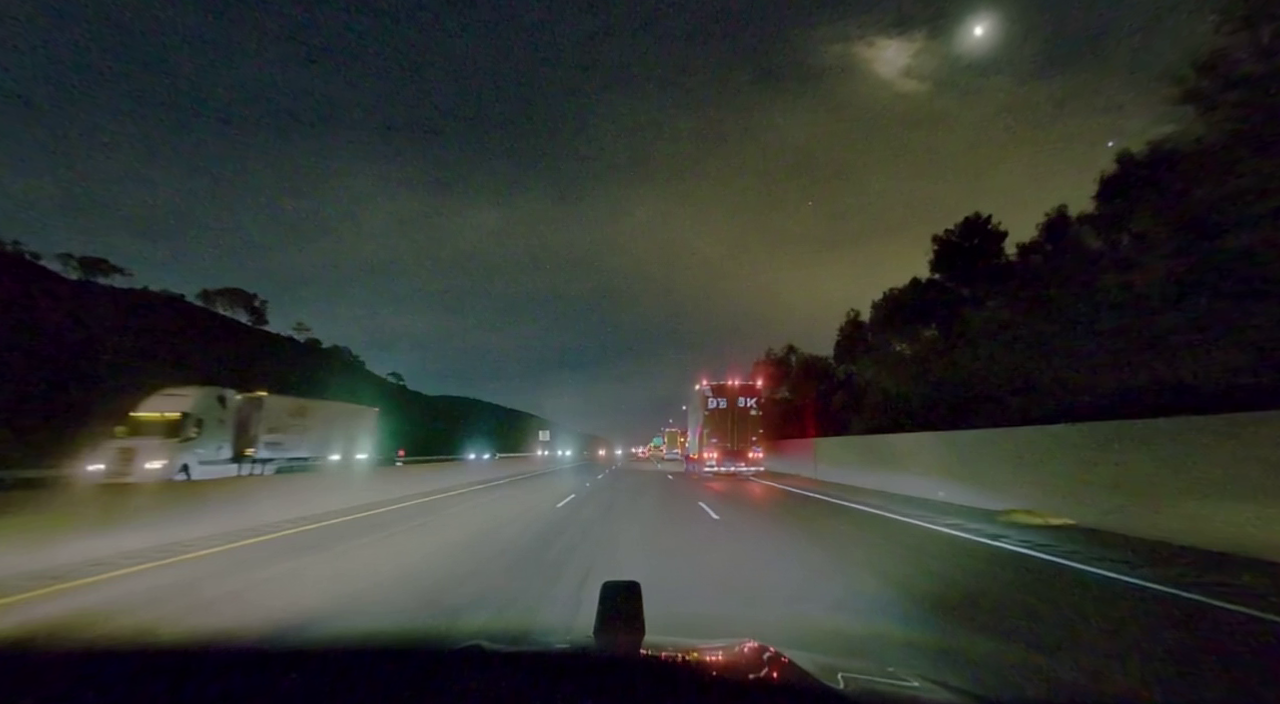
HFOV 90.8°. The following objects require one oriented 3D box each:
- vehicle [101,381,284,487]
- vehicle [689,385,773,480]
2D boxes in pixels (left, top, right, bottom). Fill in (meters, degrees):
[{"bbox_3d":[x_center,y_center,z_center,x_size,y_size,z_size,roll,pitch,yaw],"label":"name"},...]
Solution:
[{"bbox_3d":[-18.574,3.559,26.843,3.023,3.963,6.173,0,-9,0],"label":"vehicle"},{"bbox_3d":[4.088,3.912,30.006,2.999,4.023,6.337,0,-9,0],"label":"vehicle"}]
